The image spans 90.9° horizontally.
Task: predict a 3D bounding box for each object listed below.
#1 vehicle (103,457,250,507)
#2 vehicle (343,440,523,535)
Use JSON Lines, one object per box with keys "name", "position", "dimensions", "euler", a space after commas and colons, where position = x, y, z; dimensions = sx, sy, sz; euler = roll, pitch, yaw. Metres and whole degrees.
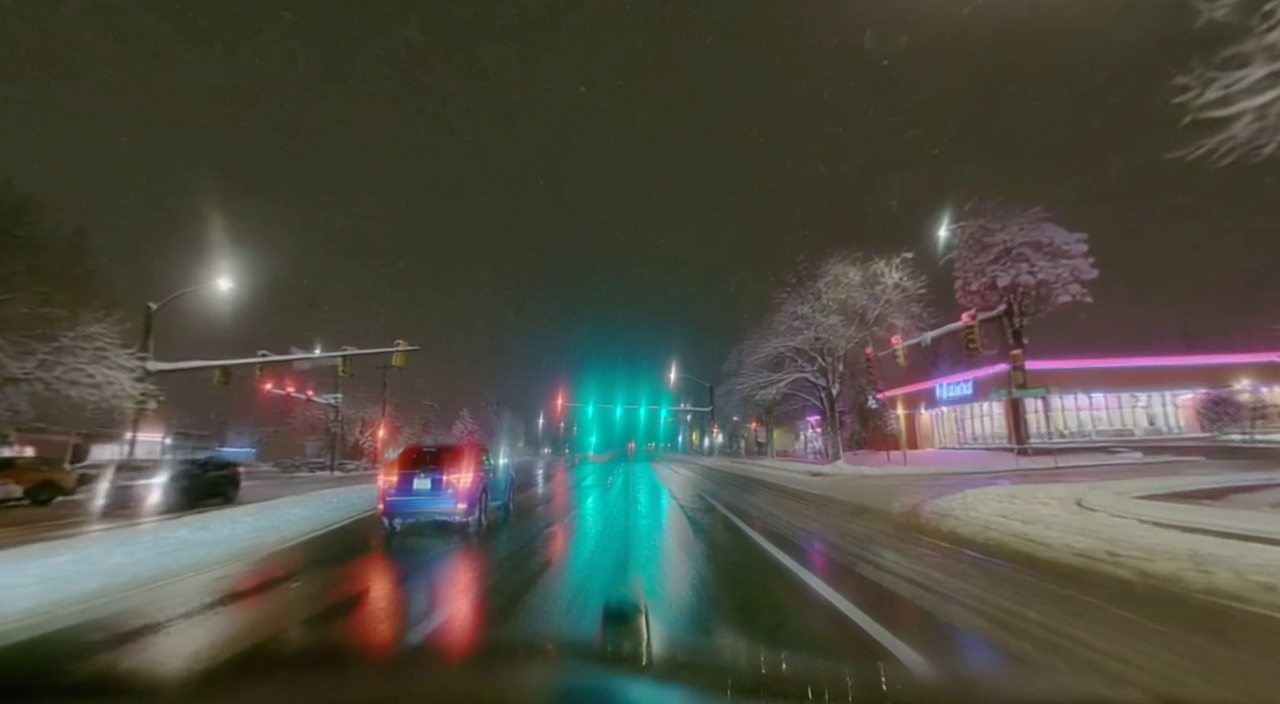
{"name": "vehicle", "position": [-17.917, 5.014, 24.757], "dimensions": [2.116, 1.524, 4.800], "euler": [-3, -8, 1]}
{"name": "vehicle", "position": [-3.711, 2.476, 12.325], "dimensions": [2.082, 1.460, 4.636], "euler": [0, -8, -2]}
